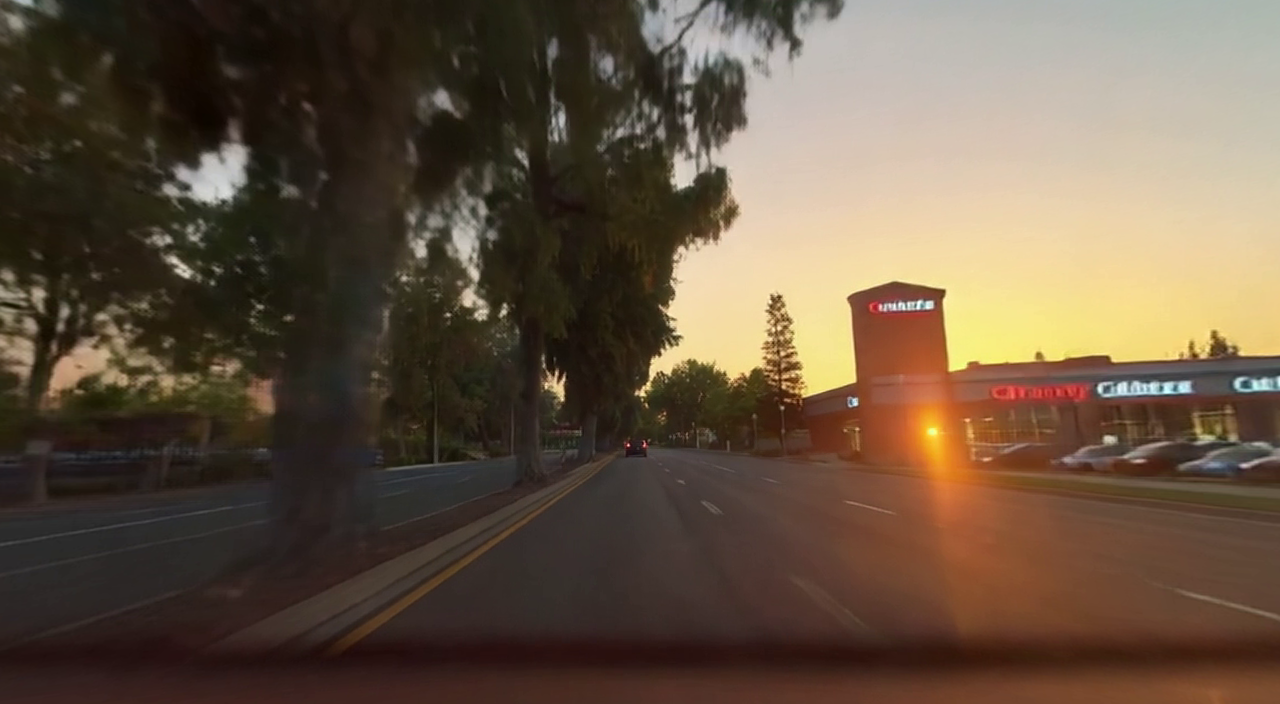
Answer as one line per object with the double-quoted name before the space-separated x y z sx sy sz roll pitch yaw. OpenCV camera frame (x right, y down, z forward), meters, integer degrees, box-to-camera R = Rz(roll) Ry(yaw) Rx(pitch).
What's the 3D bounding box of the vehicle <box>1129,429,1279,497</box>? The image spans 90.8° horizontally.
"vehicle" 18.414 3.404 19.450 4.904 1.924 2.095 1 -9 -1
